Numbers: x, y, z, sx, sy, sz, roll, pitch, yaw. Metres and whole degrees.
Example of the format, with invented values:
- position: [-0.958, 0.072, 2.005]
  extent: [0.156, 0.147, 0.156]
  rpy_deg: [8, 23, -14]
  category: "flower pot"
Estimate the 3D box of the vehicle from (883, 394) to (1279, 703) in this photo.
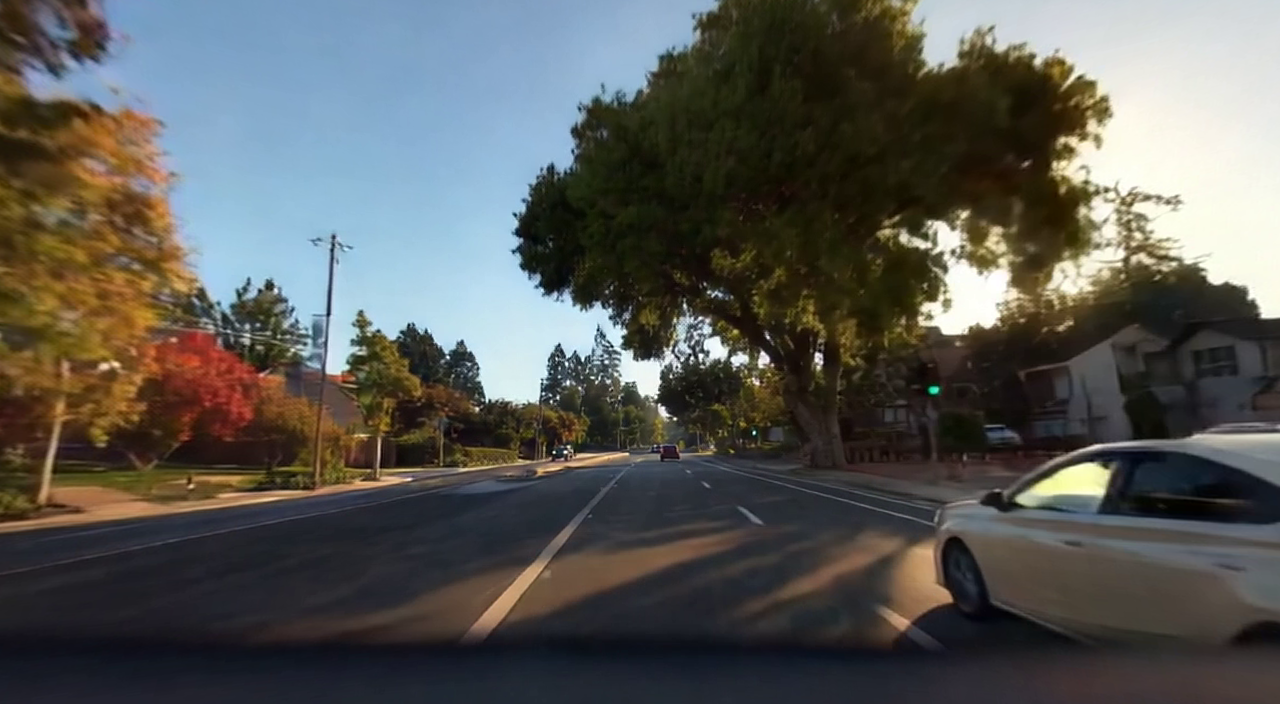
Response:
- position: [3.176, 1.065, 3.307]
  extent: [2.134, 1.476, 4.327]
  rpy_deg: [0, -8, 1]
  category: "vehicle"
